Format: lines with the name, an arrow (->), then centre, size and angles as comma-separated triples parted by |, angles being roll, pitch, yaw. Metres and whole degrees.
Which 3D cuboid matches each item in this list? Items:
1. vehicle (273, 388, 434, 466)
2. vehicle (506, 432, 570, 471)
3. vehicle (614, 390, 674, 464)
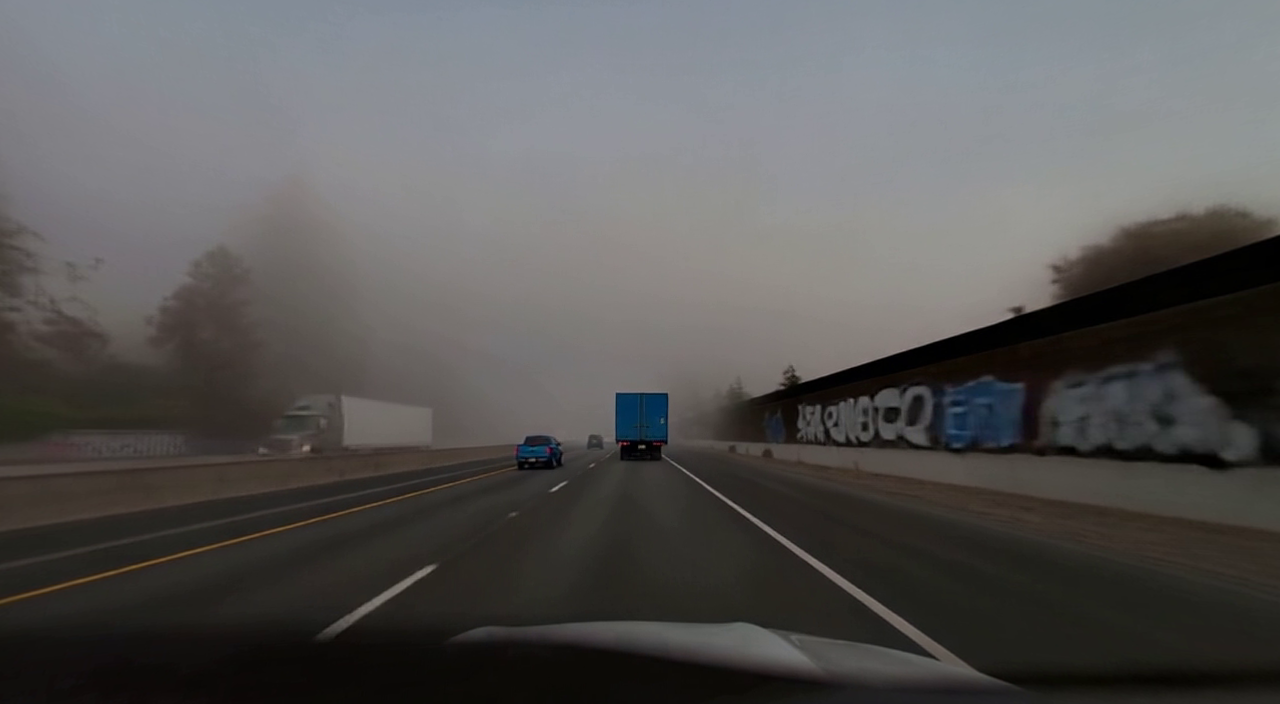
vehicle -> -18.377, 5.215, 42.800 | 3.166, 4.222, 16.648 | 0, -8, 0
vehicle -> -4.250, 4.202, 26.921 | 1.948, 1.526, 4.525 | 0, -8, 0
vehicle -> 0.118, 4.326, 35.879 | 2.927, 3.649, 9.443 | 0, -8, -1
